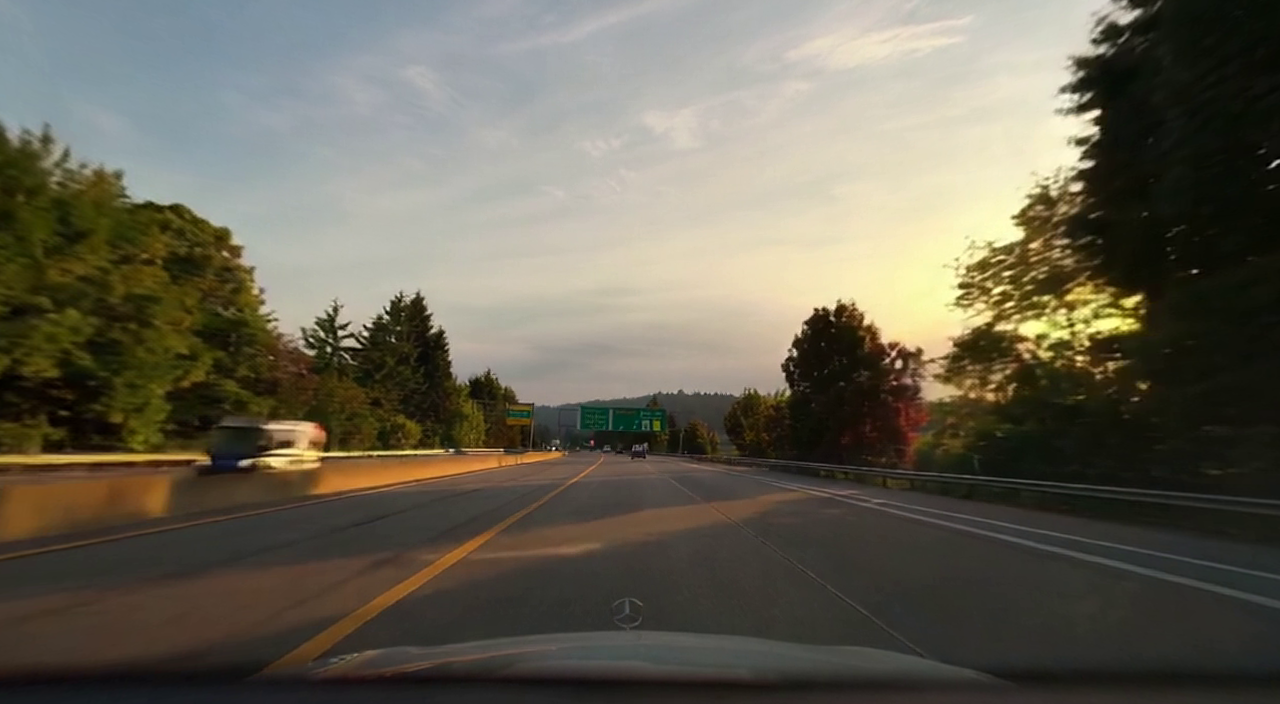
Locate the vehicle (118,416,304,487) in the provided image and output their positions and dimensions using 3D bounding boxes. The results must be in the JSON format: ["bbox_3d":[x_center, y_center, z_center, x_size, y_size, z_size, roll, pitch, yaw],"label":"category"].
[{"bbox_3d":[-12.962,3.101,19.649,2.134,1.893,5.320,0,-9,-1],"label":"vehicle"}]
